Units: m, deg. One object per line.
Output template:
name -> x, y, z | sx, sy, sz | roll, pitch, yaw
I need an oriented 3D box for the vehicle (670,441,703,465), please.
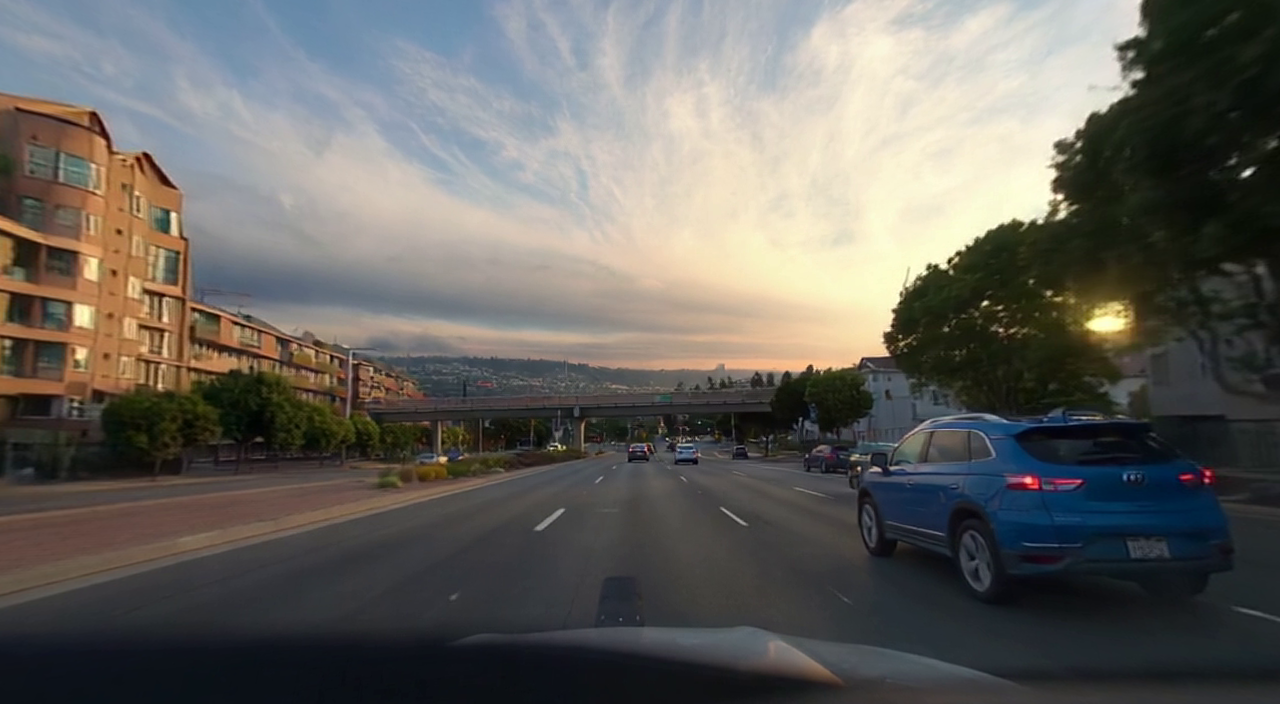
vehicle -> 3.472, 7.681, 48.106 | 2.165, 1.708, 3.928 | 0, -8, -1

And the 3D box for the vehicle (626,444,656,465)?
vehicle -> 0.068, 7.777, 48.220 | 2.173, 1.498, 4.528 | 0, -8, 0

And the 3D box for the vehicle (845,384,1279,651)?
vehicle -> 3.953, 1.427, 6.551 | 2.130, 1.741, 4.665 | 0, -8, 1

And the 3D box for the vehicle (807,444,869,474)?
vehicle -> 10.382, 5.644, 33.518 | 1.888, 1.468, 4.175 | 0, -8, -1
